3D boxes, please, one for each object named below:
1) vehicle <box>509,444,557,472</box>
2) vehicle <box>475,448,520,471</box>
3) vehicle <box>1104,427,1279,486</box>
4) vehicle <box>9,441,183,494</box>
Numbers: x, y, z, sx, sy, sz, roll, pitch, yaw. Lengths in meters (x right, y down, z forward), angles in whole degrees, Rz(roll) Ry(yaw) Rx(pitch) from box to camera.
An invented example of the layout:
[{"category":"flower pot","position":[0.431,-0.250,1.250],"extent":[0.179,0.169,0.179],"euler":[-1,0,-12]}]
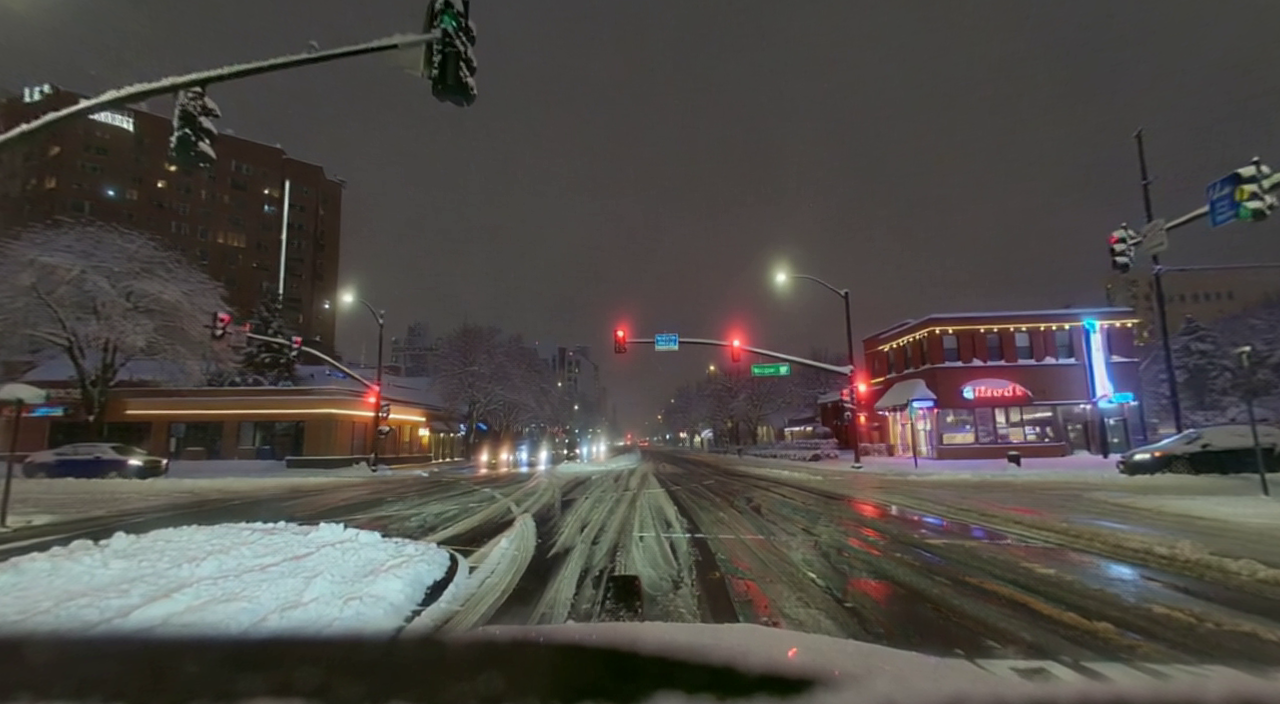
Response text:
[{"category":"vehicle","position":[-6.798,6.787,40.664],"extent":[2.181,1.703,4.512],"euler":[-1,-8,2]},{"category":"vehicle","position":[-9.851,7.467,44.067],"extent":[2.106,1.505,4.228],"euler":[0,-8,0]},{"category":"vehicle","position":[15.416,2.742,16.683],"extent":[4.651,1.463,1.880],"euler":[-2,-9,8]},{"category":"vehicle","position":[-21.162,4.478,24.673],"extent":[5.161,1.910,2.275],"euler":[-2,-9,11]}]
